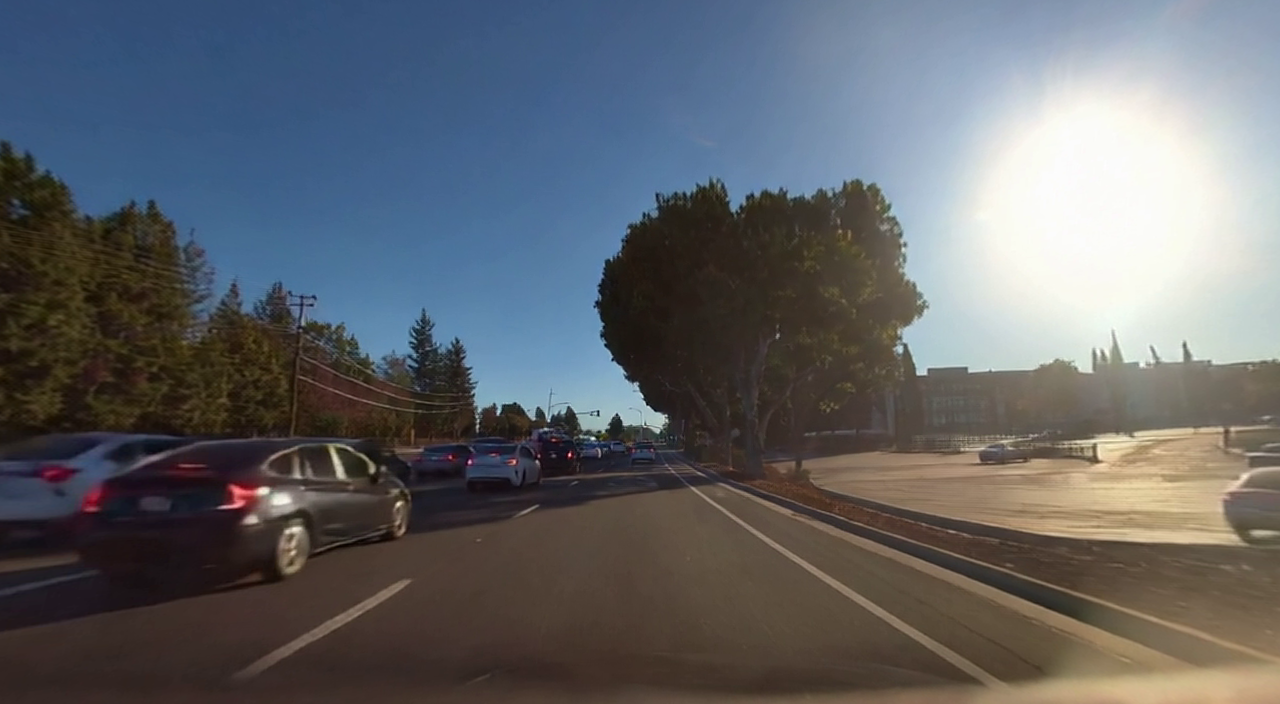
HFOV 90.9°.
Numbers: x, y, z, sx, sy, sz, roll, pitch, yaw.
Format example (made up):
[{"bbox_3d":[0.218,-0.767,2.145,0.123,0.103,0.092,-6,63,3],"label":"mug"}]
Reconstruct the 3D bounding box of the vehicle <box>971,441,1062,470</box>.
[{"bbox_3d":[27.520,7.565,46.178,5.193,1.955,2.249,0,-7,0],"label":"vehicle"}]

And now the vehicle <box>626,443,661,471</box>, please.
[{"bbox_3d":[0.195,5.935,35.783,1.875,1.453,3.888,0,-8,0],"label":"vehicle"}]

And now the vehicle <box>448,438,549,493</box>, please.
[{"bbox_3d":[-4.145,3.397,19.256,1.975,1.447,4.356,0,-8,2],"label":"vehicle"}]

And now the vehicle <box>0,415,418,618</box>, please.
[{"bbox_3d":[-4.198,1.553,6.918,1.871,1.502,4.240,0,-8,2],"label":"vehicle"}]

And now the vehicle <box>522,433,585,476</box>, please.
[{"bbox_3d":[-3.796,4.641,28.692,2.130,1.749,4.904,0,-8,1],"label":"vehicle"}]
